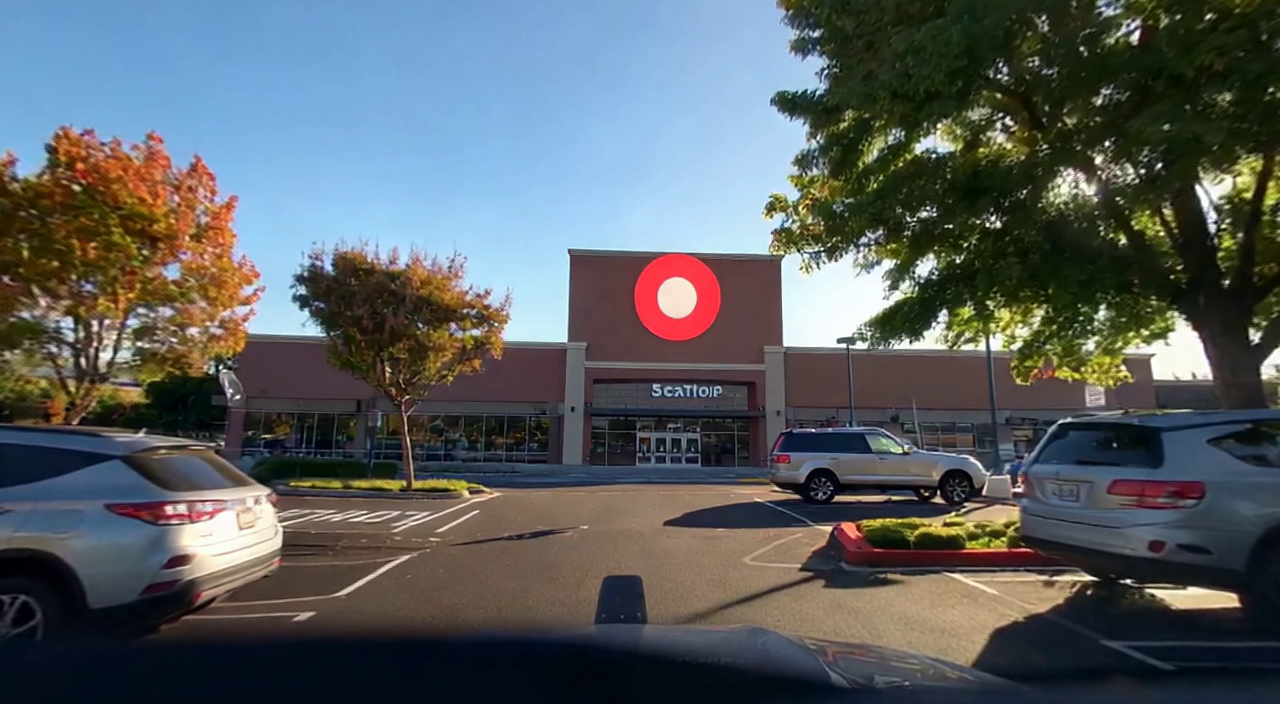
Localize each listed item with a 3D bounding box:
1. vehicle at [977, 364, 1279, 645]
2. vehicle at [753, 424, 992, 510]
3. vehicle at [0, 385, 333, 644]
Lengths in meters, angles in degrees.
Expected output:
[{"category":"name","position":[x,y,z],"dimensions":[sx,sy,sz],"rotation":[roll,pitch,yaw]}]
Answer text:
[{"category":"vehicle","position":[6.553,1.283,5.835],"dimensions":[5.517,1.946,2.410],"rotation":[1,-8,-3]},{"category":"vehicle","position":[5.516,2.773,15.537],"dimensions":[4.864,1.916,2.413],"rotation":[1,-8,-4]},{"category":"vehicle","position":[-4.900,1.085,4.601],"dimensions":[4.335,1.499,1.856],"rotation":[0,-8,-5]}]
